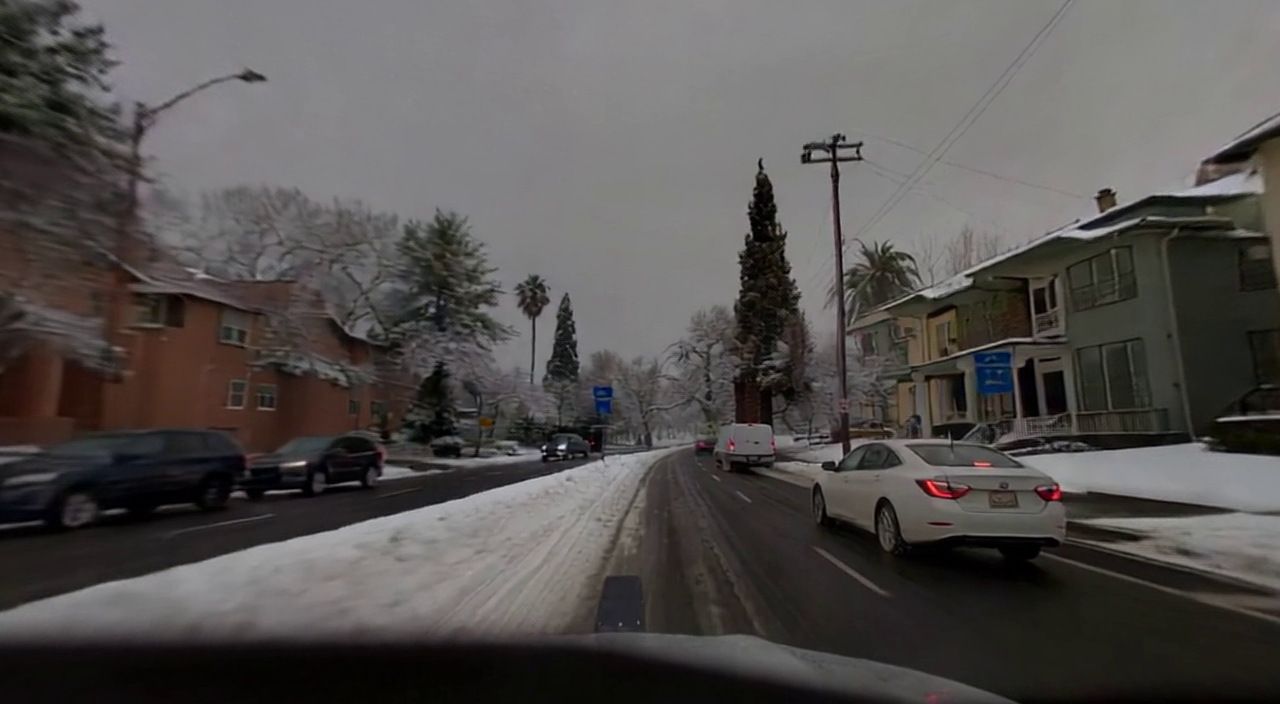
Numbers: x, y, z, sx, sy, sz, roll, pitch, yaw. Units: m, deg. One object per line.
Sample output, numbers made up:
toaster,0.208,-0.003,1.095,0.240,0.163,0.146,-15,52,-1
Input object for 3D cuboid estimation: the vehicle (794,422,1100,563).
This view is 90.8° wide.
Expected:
vehicle,3.998,1.911,9.367,2.096,1.552,4.519,0,-9,-3

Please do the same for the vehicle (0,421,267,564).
vehicle,-7.789,1.795,8.984,2.023,1.518,4.388,-2,-6,5

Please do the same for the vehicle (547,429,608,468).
vehicle,-3.388,5.320,35.088,2.069,1.820,4.388,-4,-6,12

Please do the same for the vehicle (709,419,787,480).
vehicle,3.809,3.561,23.076,2.109,2.002,4.424,0,-9,1
